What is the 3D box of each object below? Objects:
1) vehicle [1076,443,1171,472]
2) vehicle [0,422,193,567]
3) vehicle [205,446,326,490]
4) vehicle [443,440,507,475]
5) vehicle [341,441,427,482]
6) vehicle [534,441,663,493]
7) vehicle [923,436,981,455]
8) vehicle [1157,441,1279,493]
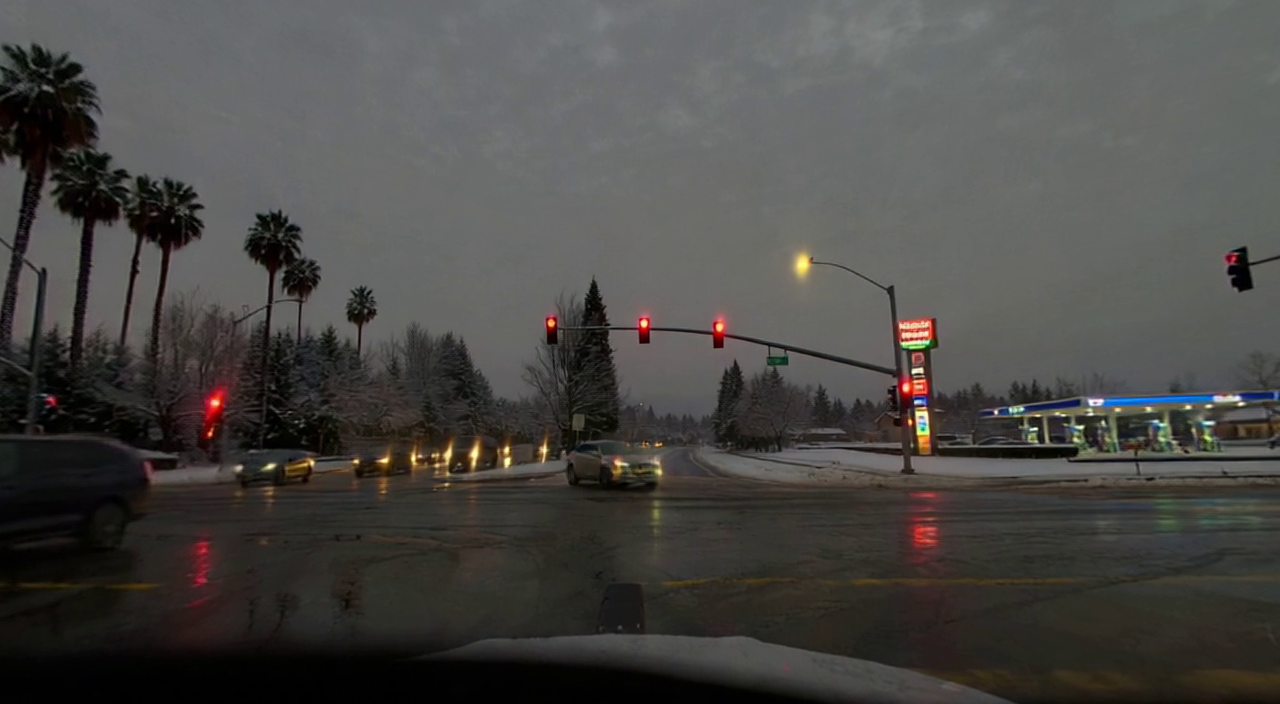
[{"bbox_3d":[24.245,5.295,31.748,3.474,1.376,1.538,0,-9,-2],"label":"vehicle"},{"bbox_3d":[-8.493,1.800,8.280,2.156,1.662,4.186,0,-9,0],"label":"vehicle"},{"bbox_3d":[-15.178,4.691,25.956,2.099,1.590,4.625,0,-9,0],"label":"vehicle"},{"bbox_3d":[-8.536,5.508,33.195,2.124,1.701,4.551,0,-9,0],"label":"vehicle"},{"bbox_3d":[-11.875,5.095,29.717,1.973,1.712,4.872,0,-9,0],"label":"vehicle"},{"bbox_3d":[-1.462,3.619,20.329,1.983,1.464,4.579,6,-11,-36],"label":"vehicle"},{"bbox_3d":[22.516,6.760,45.669,3.356,1.395,1.559,0,-9,-1],"label":"vehicle"},{"bbox_3d":[18.716,3.399,18.815,5.015,1.446,1.862,0,-9,-3],"label":"vehicle"}]
